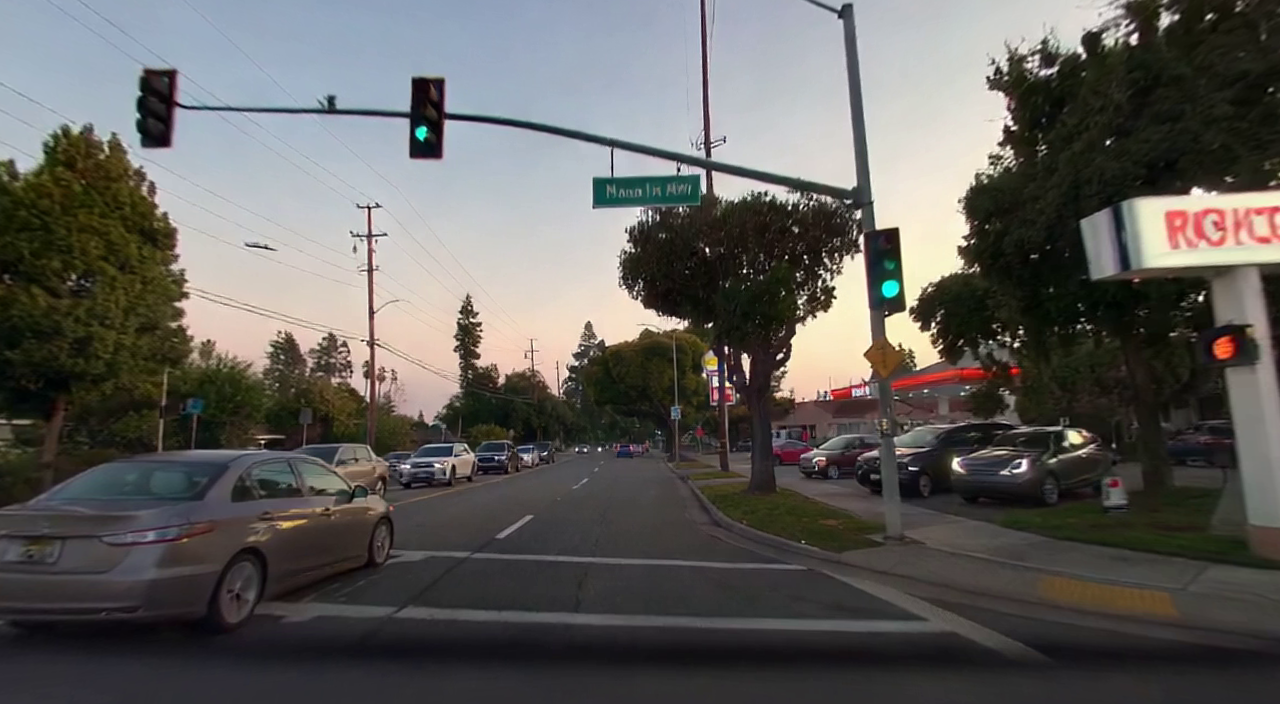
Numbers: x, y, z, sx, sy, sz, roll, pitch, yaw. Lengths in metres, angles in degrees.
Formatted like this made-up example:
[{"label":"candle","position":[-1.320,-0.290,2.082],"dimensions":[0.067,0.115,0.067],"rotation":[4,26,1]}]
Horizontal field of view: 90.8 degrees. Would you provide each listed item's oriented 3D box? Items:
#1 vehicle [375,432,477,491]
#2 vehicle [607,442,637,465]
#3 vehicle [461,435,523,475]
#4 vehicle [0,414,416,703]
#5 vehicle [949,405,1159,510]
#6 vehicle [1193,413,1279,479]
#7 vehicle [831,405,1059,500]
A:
[{"label":"vehicle","position":[-7.164,3.688,21.698],"dimensions":[2.000,1.791,4.465],"rotation":[0,-8,-1]},{"label":"vehicle","position":[-1.183,6.857,42.911],"dimensions":[1.909,1.482,4.390],"rotation":[0,-8,0]},{"label":"vehicle","position":[-7.000,4.939,30.431],"dimensions":[1.877,1.742,4.919],"rotation":[0,-8,-1]},{"label":"vehicle","position":[-3.594,1.344,5.145],"dimensions":[1.943,1.455,4.414],"rotation":[0,-8,0]},{"label":"vehicle","position":[8.639,2.167,13.262],"dimensions":[3.353,1.885,2.229],"rotation":[4,-10,-29]},{"label":"vehicle","position":[19.989,2.992,20.112],"dimensions":[4.255,1.894,2.037],"rotation":[4,-9,-28]},{"label":"vehicle","position":[7.876,2.545,16.261],"dimensions":[5.441,2.056,2.552],"rotation":[5,-10,-30]}]
